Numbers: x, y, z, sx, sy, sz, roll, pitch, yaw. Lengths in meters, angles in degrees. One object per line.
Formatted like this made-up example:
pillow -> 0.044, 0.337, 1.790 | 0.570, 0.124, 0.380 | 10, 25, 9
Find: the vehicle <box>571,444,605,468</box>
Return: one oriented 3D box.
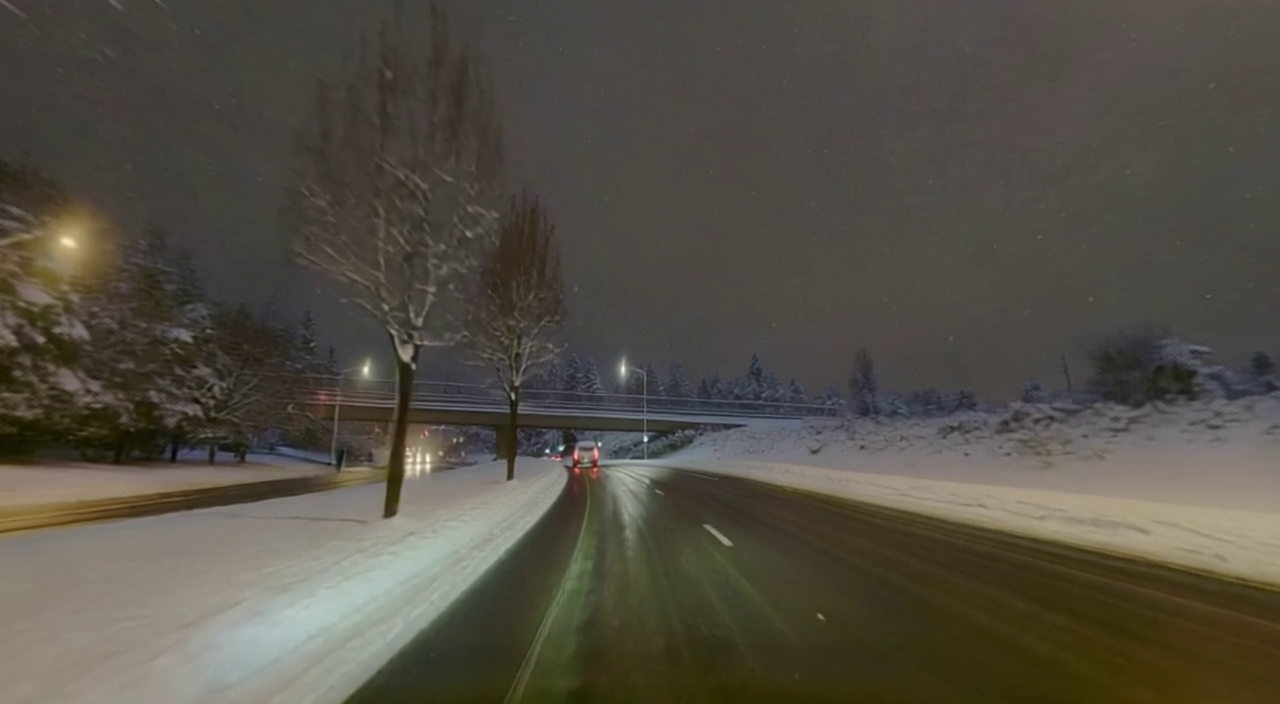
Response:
vehicle -> -3.851, 7.590, 46.281 | 2.184, 1.713, 4.231 | 1, -9, -9
